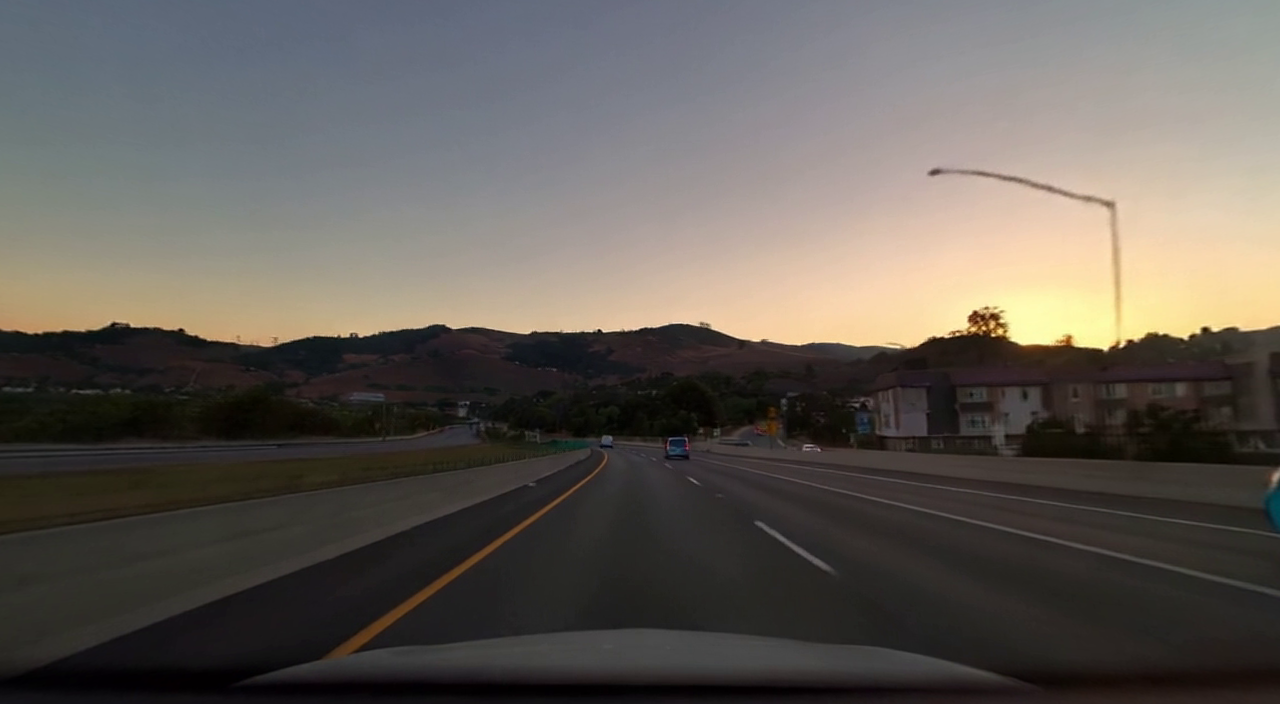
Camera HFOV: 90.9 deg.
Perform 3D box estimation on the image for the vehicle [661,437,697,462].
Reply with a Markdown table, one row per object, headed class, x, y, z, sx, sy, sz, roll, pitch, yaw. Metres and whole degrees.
| class | x | y | z | sx | sy | sz | roll | pitch | yaw |
| --- | --- | --- | --- | --- | --- | --- | --- | --- | --- |
| vehicle | 2.852 | 7.300 | 47.362 | 2.210 | 1.815 | 4.571 | 0 | -8 | -3 |
